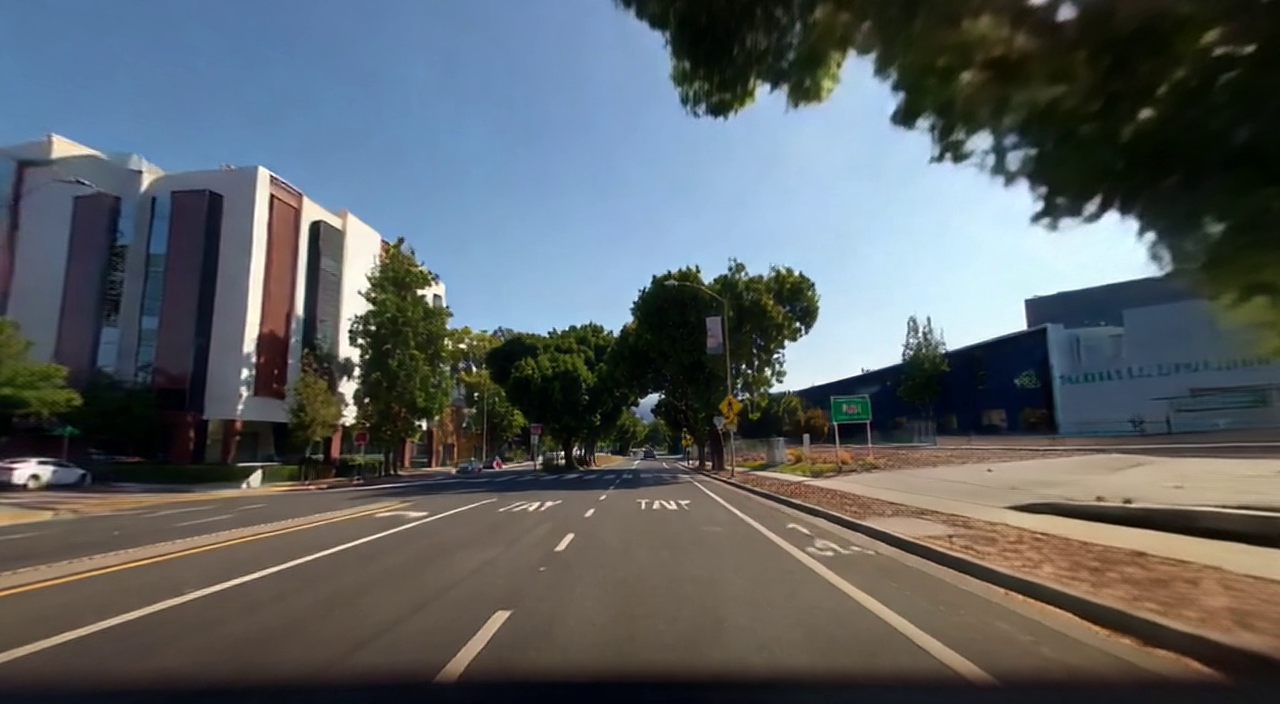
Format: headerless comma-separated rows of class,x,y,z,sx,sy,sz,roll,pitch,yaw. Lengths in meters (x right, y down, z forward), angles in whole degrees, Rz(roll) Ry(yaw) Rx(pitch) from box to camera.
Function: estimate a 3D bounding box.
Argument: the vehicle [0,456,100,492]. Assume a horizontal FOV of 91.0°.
vehicle,-29.340,5.864,30.157,4.899,1.535,1.926,-1,-10,-6
